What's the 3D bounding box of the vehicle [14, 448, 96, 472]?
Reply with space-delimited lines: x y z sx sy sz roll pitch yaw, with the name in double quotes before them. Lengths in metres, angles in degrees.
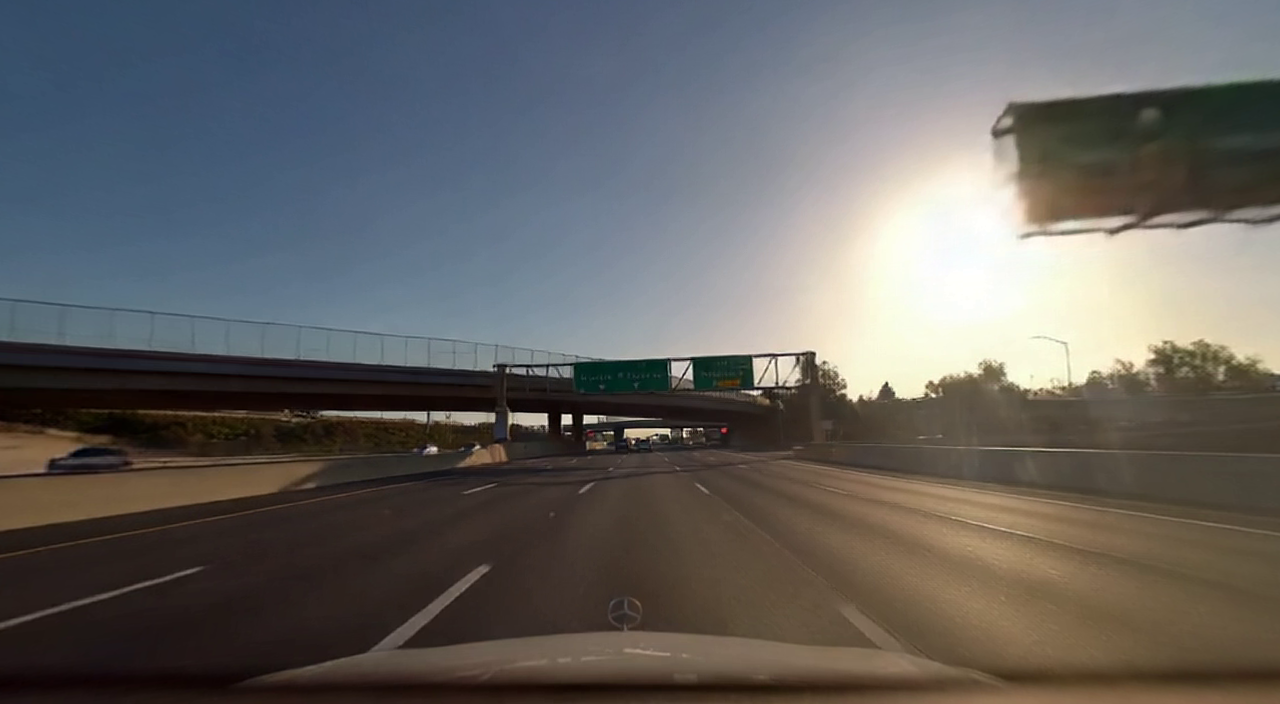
"vehicle" -37.834 6.953 40.886 1.787 1.431 3.696 0 -8 -2
